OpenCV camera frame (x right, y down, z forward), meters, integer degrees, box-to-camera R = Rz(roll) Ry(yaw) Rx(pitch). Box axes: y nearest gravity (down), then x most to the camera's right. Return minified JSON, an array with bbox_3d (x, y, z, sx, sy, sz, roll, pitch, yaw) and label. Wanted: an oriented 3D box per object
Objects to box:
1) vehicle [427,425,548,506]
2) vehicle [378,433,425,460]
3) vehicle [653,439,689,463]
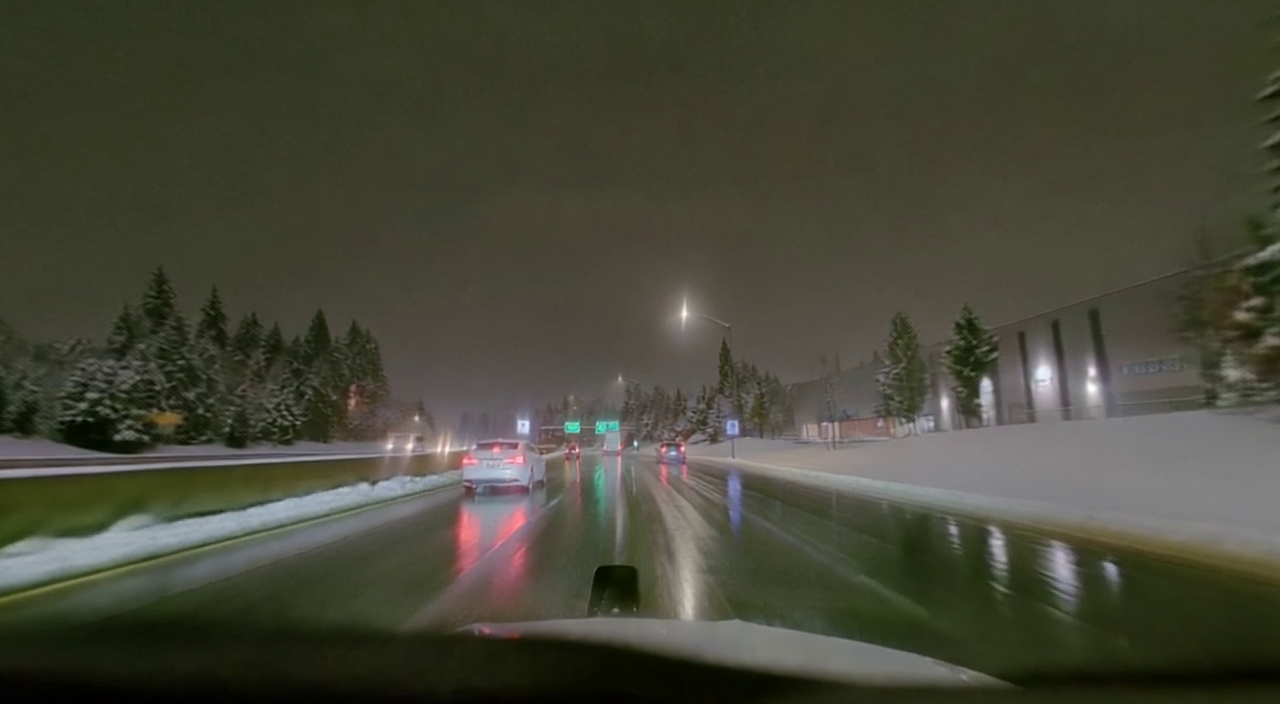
[{"bbox_3d":[-3.651,2.806,16.010,2.080,1.733,4.410,0,-8,-1],"label":"vehicle"},{"bbox_3d":[-18.578,7.359,49.228,2.115,1.986,4.769,0,-8,-4],"label":"vehicle"},{"bbox_3d":[2.184,7.155,45.522,2.078,1.608,3.982,0,-8,-6],"label":"vehicle"}]
